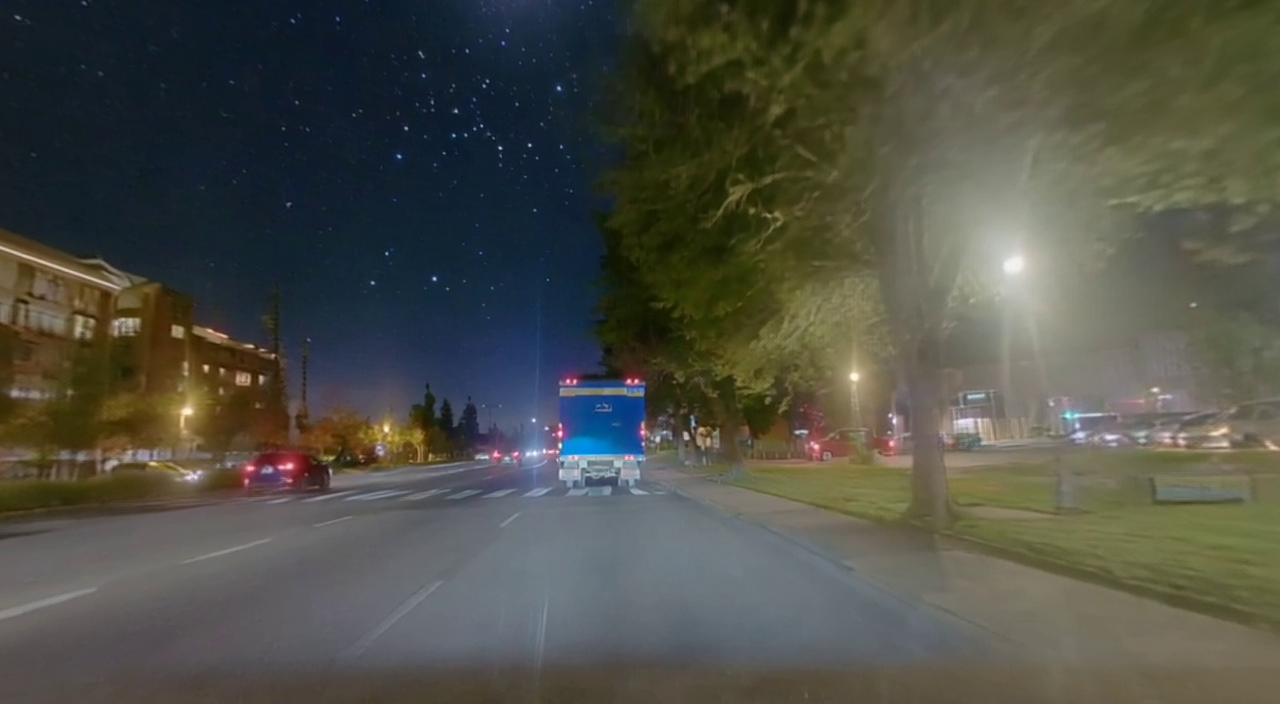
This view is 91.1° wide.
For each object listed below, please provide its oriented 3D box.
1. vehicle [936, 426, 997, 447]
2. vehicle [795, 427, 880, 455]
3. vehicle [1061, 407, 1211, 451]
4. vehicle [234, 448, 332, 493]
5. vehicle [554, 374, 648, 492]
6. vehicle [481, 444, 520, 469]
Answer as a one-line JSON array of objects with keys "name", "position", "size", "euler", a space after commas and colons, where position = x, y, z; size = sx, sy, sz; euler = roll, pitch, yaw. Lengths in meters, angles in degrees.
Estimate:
[{"name": "vehicle", "position": [23.578, 6.136, 45.401], "size": [3.537, 1.393, 1.581], "euler": [1, -10, -6]}, {"name": "vehicle", "position": [11.523, 5.222, 36.813], "size": [4.321, 1.579, 1.823], "euler": [1, -8, -4]}, {"name": "vehicle", "position": [25.025, 3.908, 31.803], "size": [5.850, 2.049, 2.317], "euler": [0, -8, -6]}, {"name": "vehicle", "position": [-14.562, 4.810, 25.907], "size": [1.958, 1.672, 4.283], "euler": [1, -9, -8]}, {"name": "vehicle", "position": [-1.545, 3.182, 24.095], "size": [2.905, 3.644, 8.807], "euler": [1, -9, -5]}, {"name": "vehicle", "position": [-10.330, 7.781, 46.818], "size": [2.095, 1.759, 4.433], "euler": [0, -9, -3]}]
